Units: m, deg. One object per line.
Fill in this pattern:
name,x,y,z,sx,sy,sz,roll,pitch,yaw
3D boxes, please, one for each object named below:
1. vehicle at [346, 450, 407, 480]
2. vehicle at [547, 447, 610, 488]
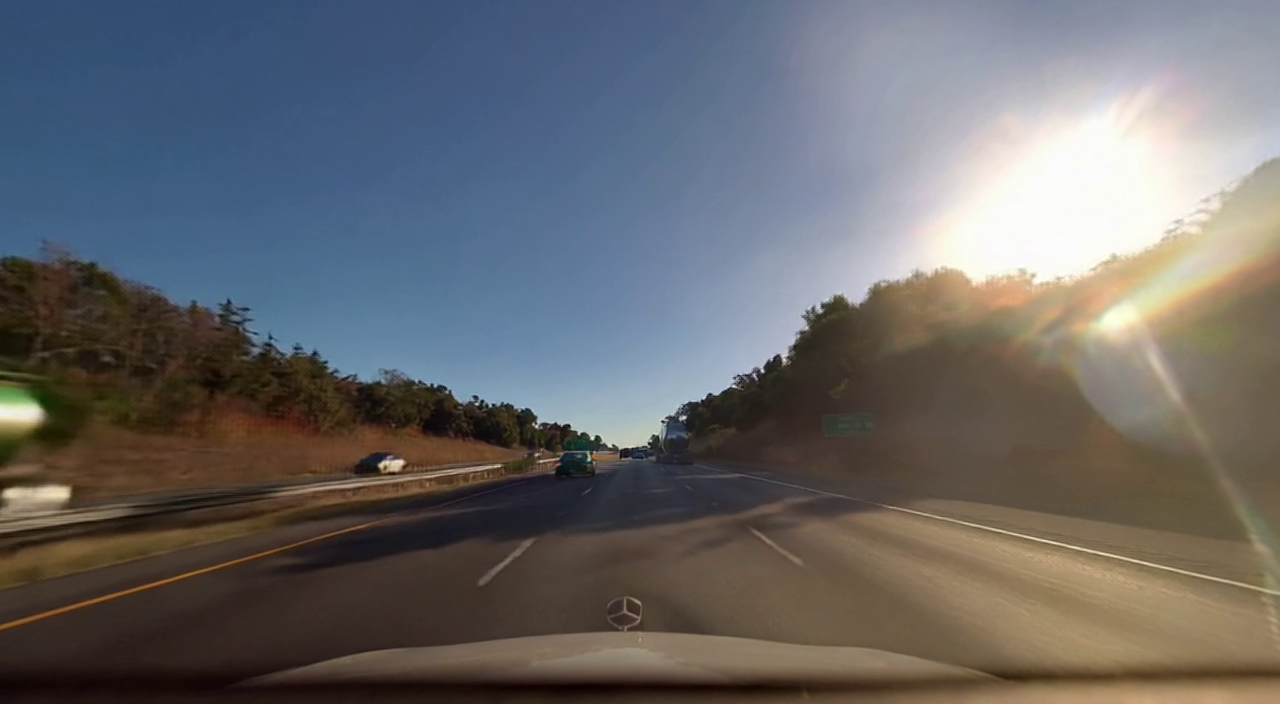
vehicle,-19.348,8.310,46.627,2.215,2.016,5.106,-1,-9,0
vehicle,-2.386,4.593,25.434,2.013,1.498,3.908,-1,-9,2
